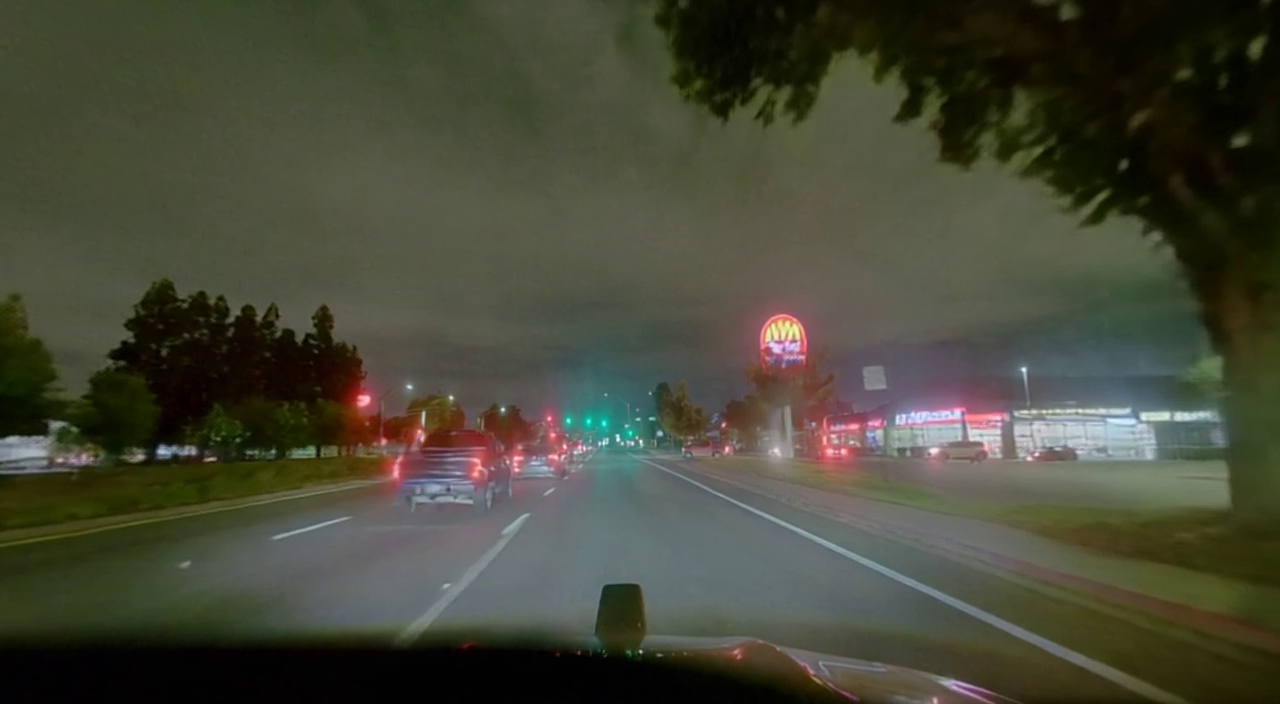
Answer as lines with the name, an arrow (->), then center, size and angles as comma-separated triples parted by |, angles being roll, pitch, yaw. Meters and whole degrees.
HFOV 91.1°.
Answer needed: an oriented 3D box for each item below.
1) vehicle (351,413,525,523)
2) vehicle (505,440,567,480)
vehicle -> -4.004, 2.396, 13.573 | 2.222, 1.899, 5.006 | 0, -8, -2
vehicle -> -4.051, 4.254, 25.099 | 2.113, 1.446, 4.309 | 1, -8, -5
